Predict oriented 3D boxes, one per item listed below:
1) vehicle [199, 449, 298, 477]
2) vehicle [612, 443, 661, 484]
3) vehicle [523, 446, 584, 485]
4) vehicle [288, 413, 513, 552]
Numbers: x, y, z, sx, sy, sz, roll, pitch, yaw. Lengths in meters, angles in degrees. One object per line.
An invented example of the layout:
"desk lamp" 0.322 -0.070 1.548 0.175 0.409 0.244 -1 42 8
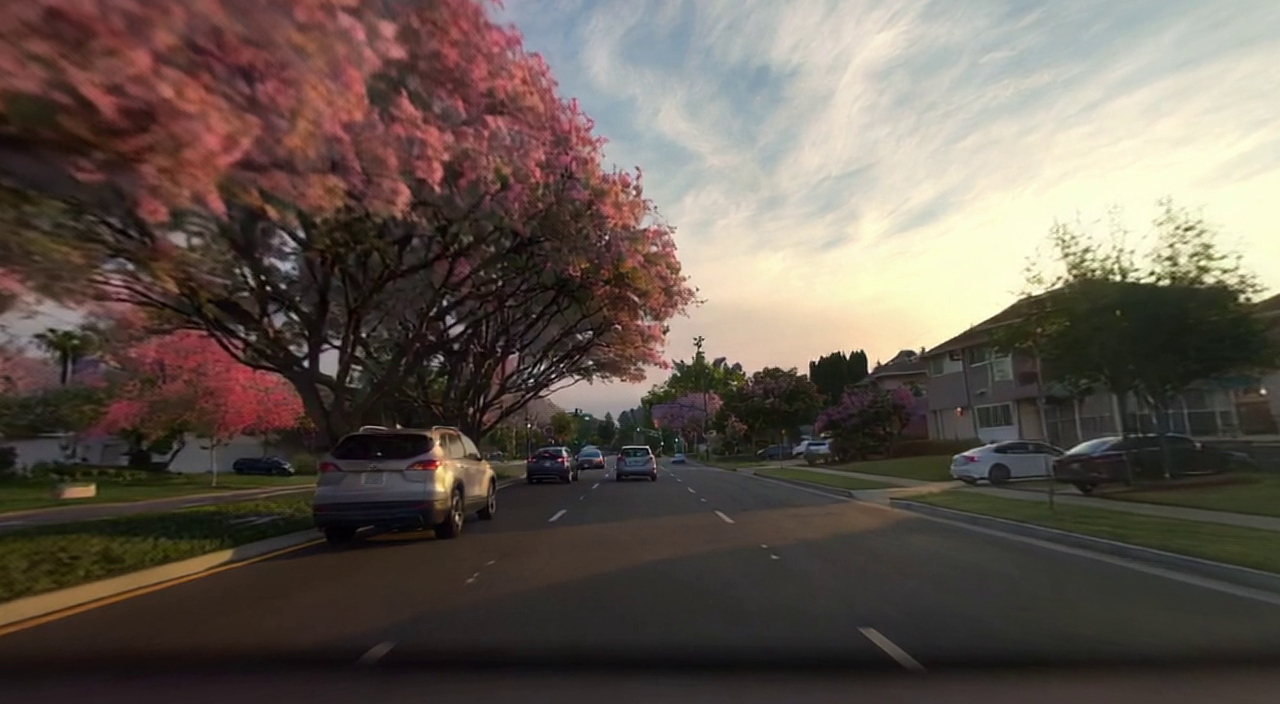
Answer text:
"vehicle" -28.539 8.093 46.290 5.692 1.926 2.274 3 -9 -18
"vehicle" -0.144 4.848 27.789 1.997 1.636 3.760 0 -8 0
"vehicle" -3.727 4.969 27.936 2.066 1.565 3.905 0 -8 1
"vehicle" -3.824 2.172 11.269 2.161 1.919 4.798 0 -8 -1
